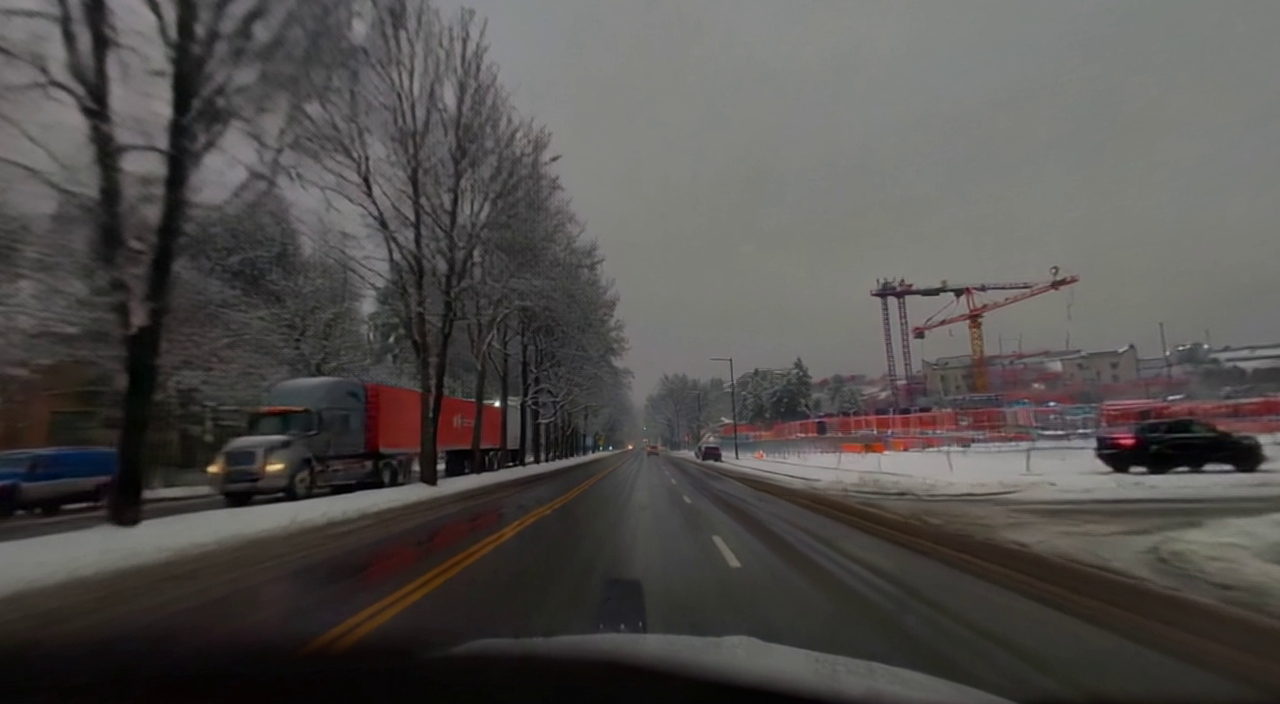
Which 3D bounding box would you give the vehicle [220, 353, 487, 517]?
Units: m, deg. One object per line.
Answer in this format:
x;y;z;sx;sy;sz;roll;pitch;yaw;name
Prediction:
-7.363;2.488;18.447;3.032;3.524;9.640;0;-8;2;vehicle

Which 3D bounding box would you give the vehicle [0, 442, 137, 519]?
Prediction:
-18.217;3.780;18.471;2.154;1.987;5.836;-5;-8;-1;vehicle

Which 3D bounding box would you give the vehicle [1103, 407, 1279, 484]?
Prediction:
16.417;2.680;17.935;2.021;1.835;5.654;1;-8;0;vehicle
